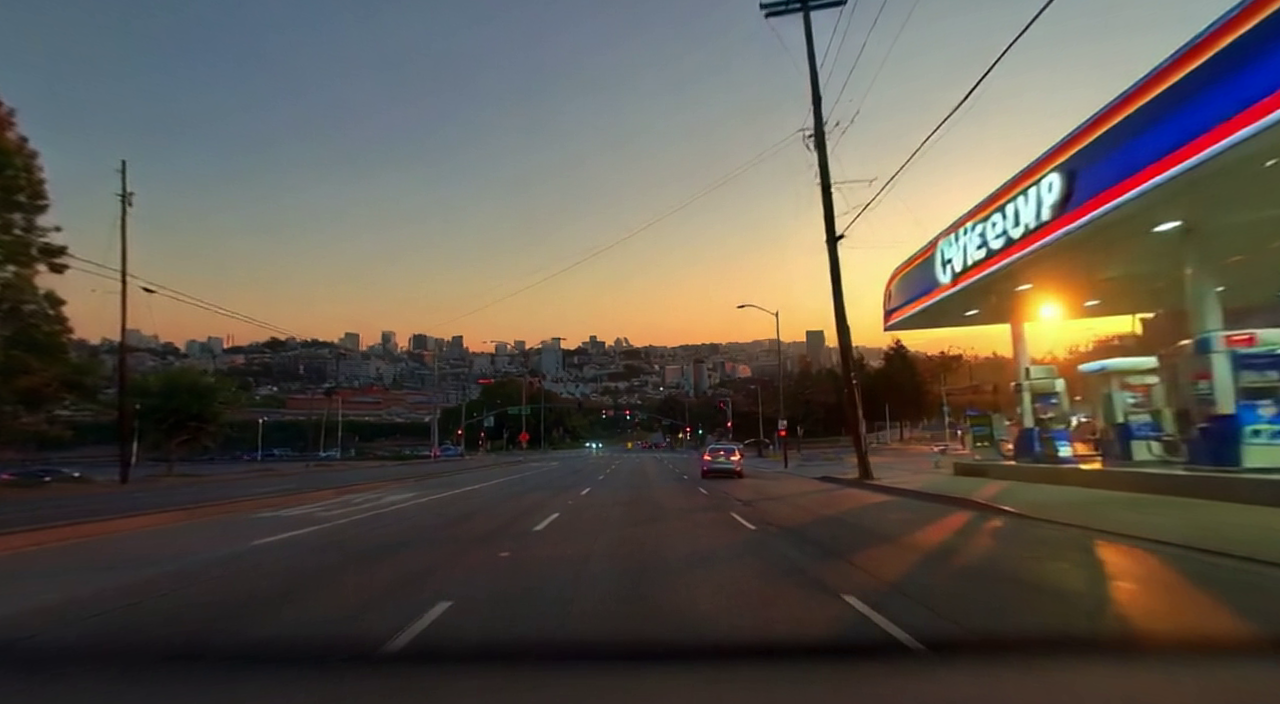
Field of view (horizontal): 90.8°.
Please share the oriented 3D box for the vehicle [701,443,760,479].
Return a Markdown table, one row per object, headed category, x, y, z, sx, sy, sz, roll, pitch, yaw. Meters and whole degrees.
| category | x | y | z | sx | sy | sz | roll | pitch | yaw |
| --- | --- | --- | --- | --- | --- | --- | --- | --- | --- |
| vehicle | 3.995 | 4.902 | 28.786 | 2.113 | 1.470 | 4.867 | 0 | -8 | 2 |
